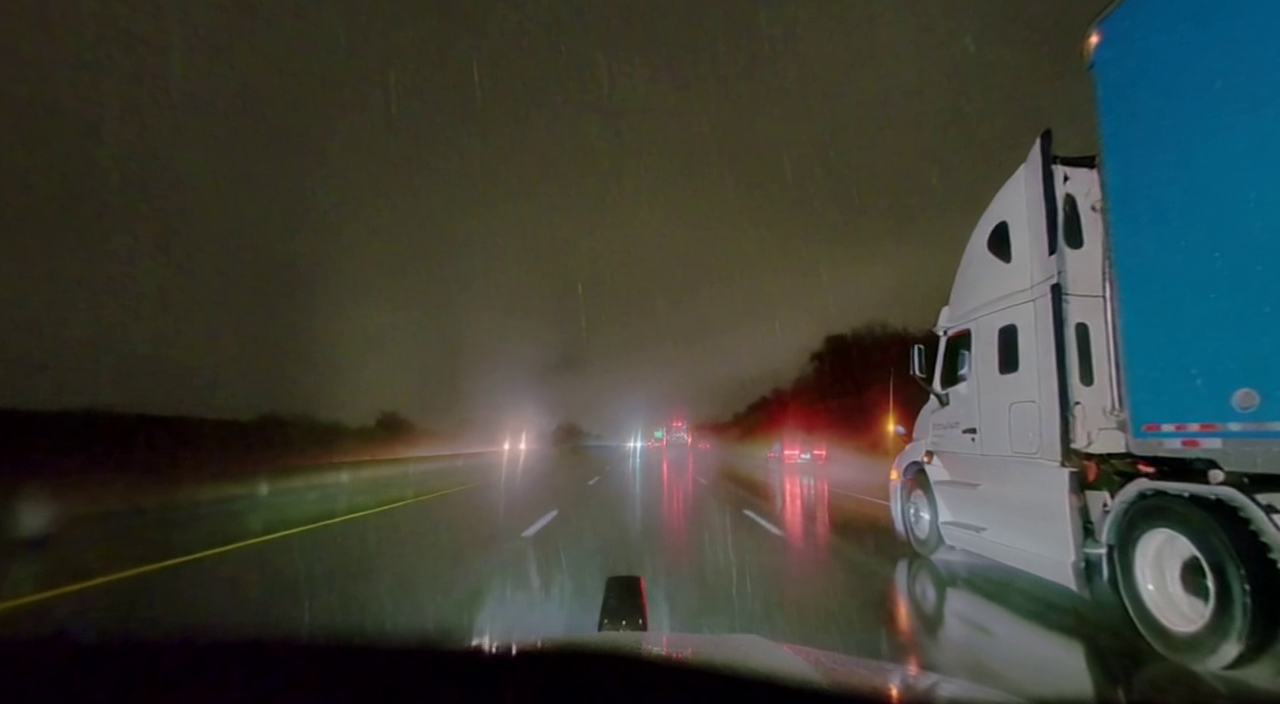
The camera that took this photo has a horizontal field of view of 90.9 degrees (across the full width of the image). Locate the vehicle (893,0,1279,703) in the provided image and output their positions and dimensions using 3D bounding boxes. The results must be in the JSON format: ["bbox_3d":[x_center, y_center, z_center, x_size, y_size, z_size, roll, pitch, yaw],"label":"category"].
[{"bbox_3d":[4.081,-0.391,1.554,3.012,3.768,8.945,0,-8,-1],"label":"vehicle"}]
